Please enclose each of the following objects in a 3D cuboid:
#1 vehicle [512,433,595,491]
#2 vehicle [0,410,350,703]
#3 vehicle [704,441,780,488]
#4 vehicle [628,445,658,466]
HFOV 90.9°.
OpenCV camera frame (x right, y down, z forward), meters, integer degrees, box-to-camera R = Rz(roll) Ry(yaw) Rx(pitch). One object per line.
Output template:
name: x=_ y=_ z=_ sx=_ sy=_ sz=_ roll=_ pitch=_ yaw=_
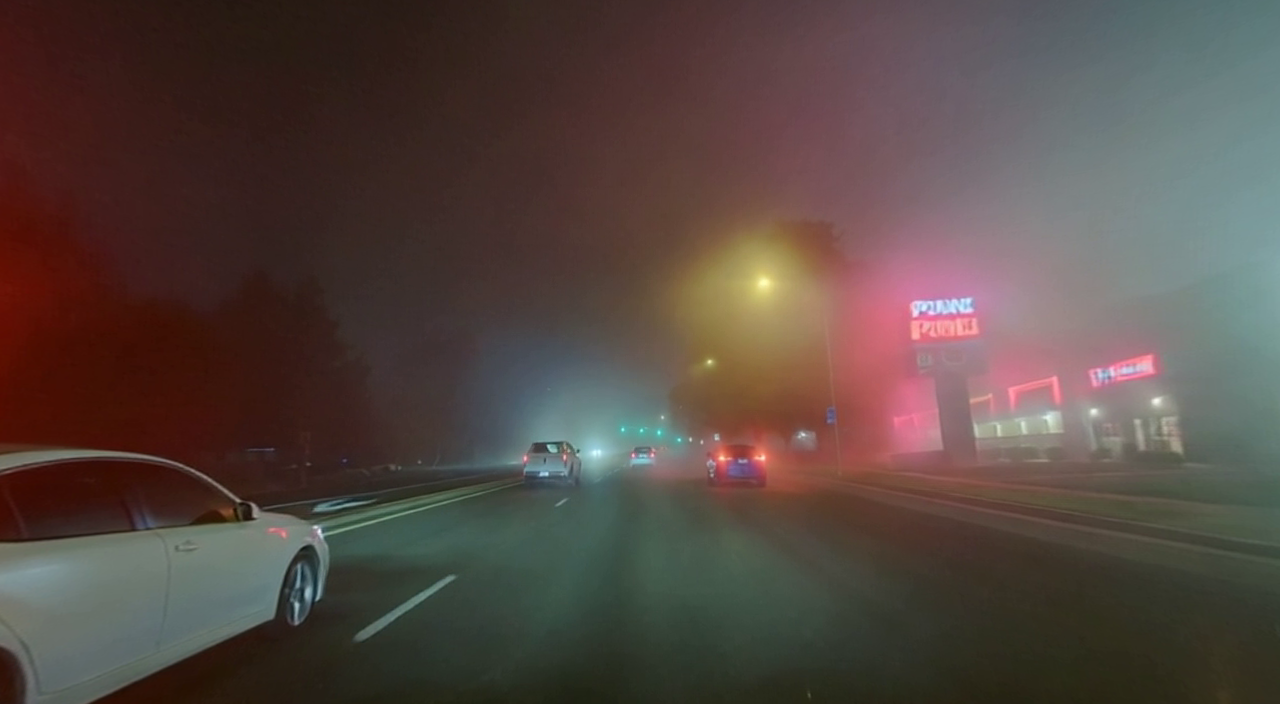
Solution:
vehicle: x=-2.922 y=3.847 z=22.410 sx=2.193 sy=1.788 sz=4.603 roll=0 pitch=-8 yaw=1
vehicle: x=-3.266 y=0.974 z=2.431 sx=1.956 sy=1.460 sz=4.802 roll=0 pitch=-8 yaw=1
vehicle: x=3.446 y=3.881 z=22.124 sx=1.904 sy=1.490 sz=4.299 roll=0 pitch=-8 yaw=0
vehicle: x=0.187 y=7.476 z=45.835 sx=2.069 sy=1.445 sz=3.965 roll=0 pitch=-8 yaw=0
